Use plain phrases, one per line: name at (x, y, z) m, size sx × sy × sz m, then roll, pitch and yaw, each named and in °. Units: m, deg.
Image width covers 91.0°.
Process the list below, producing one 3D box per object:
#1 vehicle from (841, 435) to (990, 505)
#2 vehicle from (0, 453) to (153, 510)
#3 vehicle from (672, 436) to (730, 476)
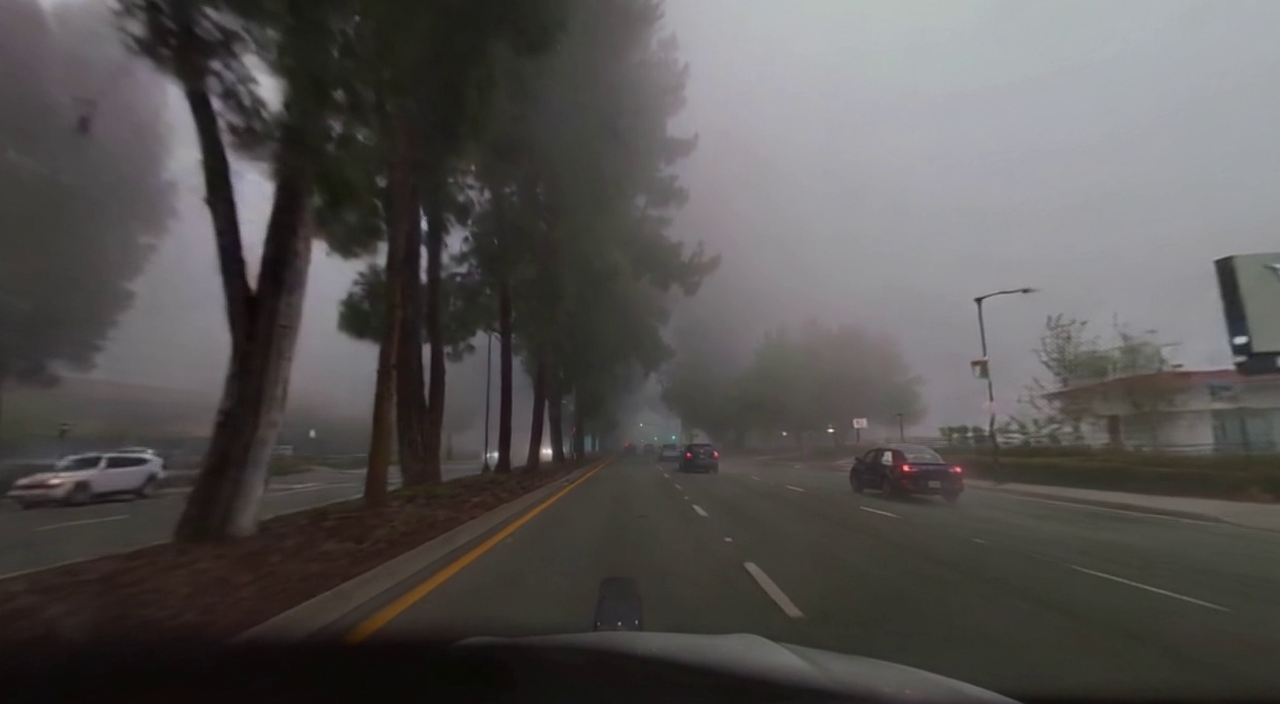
vehicle at (6.852, 2.965, 16.223) m, size 1.886 × 1.528 × 4.169 m, roll 1°, pitch -9°, yaw -1°
vehicle at (-17.983, 3.945, 19.677) m, size 1.851 × 1.480 × 4.501 m, roll 0°, pitch -9°, yaw 1°
vehicle at (2.697, 4.740, 28.847) m, size 2.161 × 1.676 × 4.151 m, roll 1°, pitch -9°, yaw -1°
